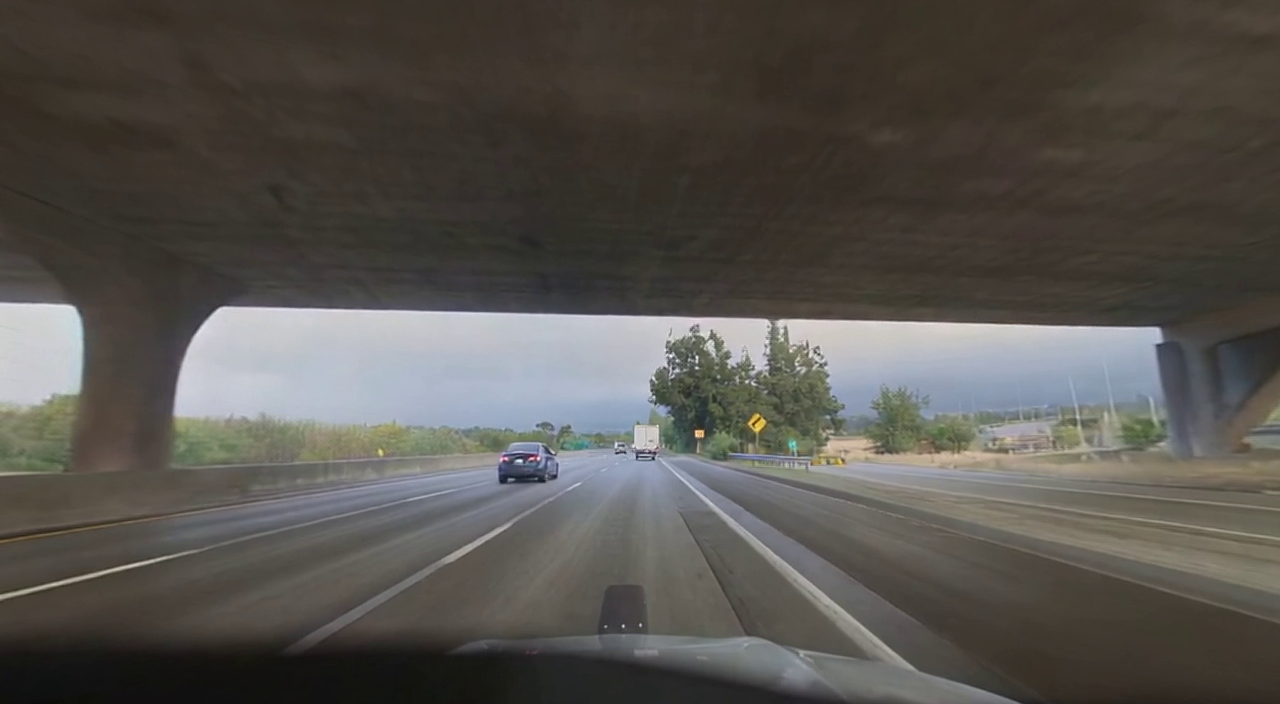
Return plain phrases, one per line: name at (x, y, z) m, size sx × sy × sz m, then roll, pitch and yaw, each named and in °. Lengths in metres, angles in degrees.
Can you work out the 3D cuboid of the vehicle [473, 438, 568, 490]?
vehicle at (-4.022, 3.885, 22.175) m, size 2.235 × 1.593 × 5.077 m, roll 0°, pitch -9°, yaw 1°
